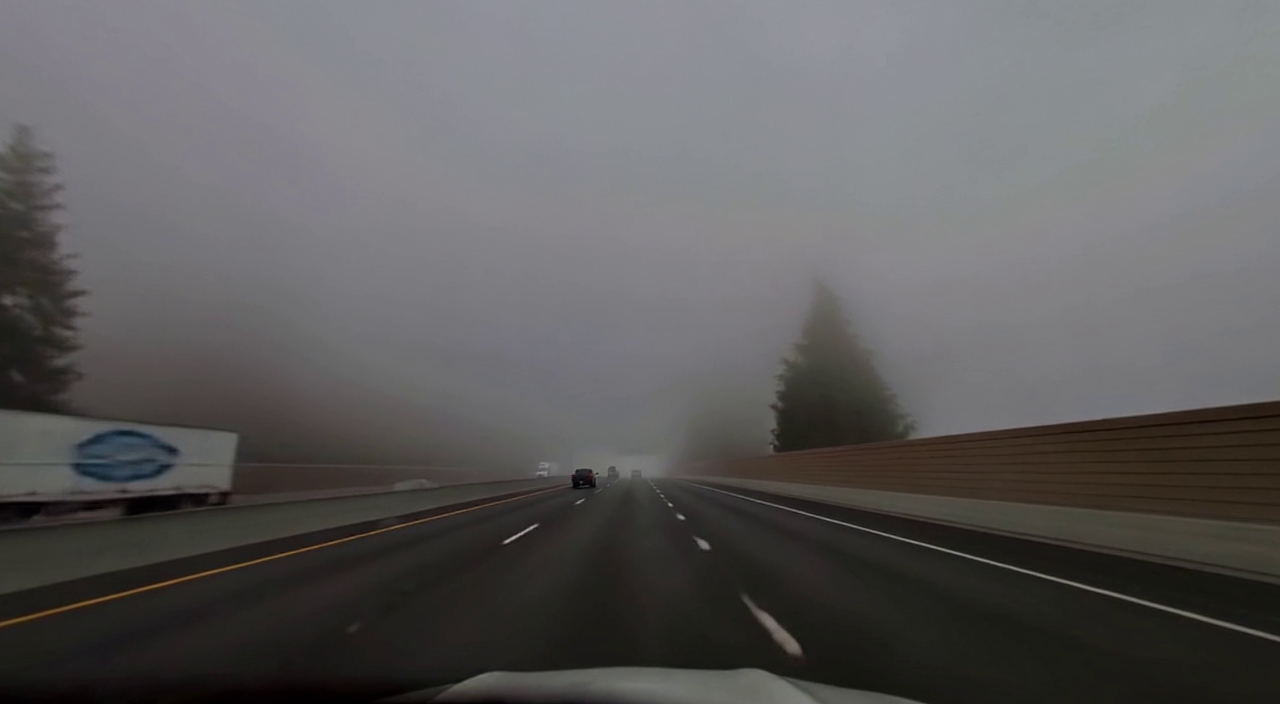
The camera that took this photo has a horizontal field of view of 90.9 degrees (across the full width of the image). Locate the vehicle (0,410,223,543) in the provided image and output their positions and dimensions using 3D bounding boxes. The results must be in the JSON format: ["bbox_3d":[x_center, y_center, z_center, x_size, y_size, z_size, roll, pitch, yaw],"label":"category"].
[{"bbox_3d":[-21.666,4.513,23.113,3.036,4.098,14.145,1,-11,0],"label":"vehicle"}]

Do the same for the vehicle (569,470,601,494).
[{"bbox_3d":[-3.562,8.484,41.337,1.863,1.486,3.852,1,-10,-1],"label":"vehicle"}]

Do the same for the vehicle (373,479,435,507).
[{"bbox_3d":[-13.330,7.965,35.856,1.913,1.406,4.019,0,-10,1],"label":"vehicle"}]
